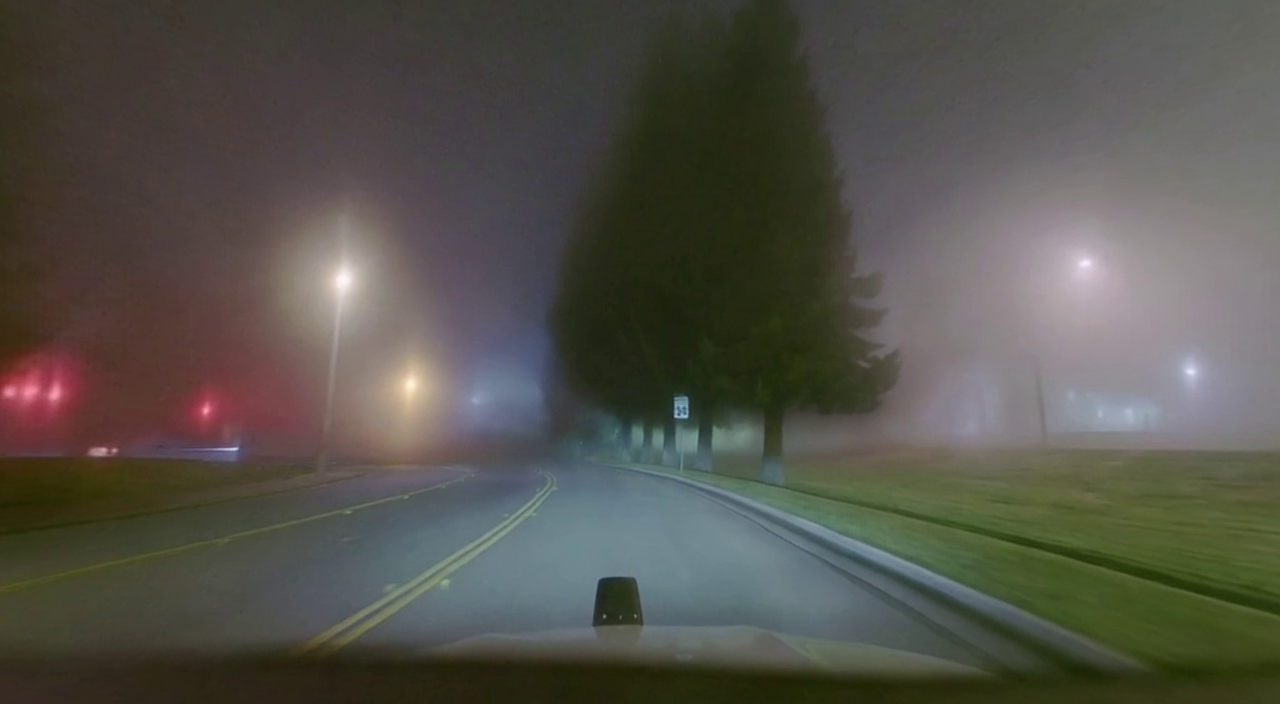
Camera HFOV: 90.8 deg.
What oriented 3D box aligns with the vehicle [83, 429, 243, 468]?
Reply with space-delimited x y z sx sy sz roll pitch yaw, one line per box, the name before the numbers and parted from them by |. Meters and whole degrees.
vehicle | -22.918 4.686 30.616 5.613 1.775 2.357 1 -9 -6
